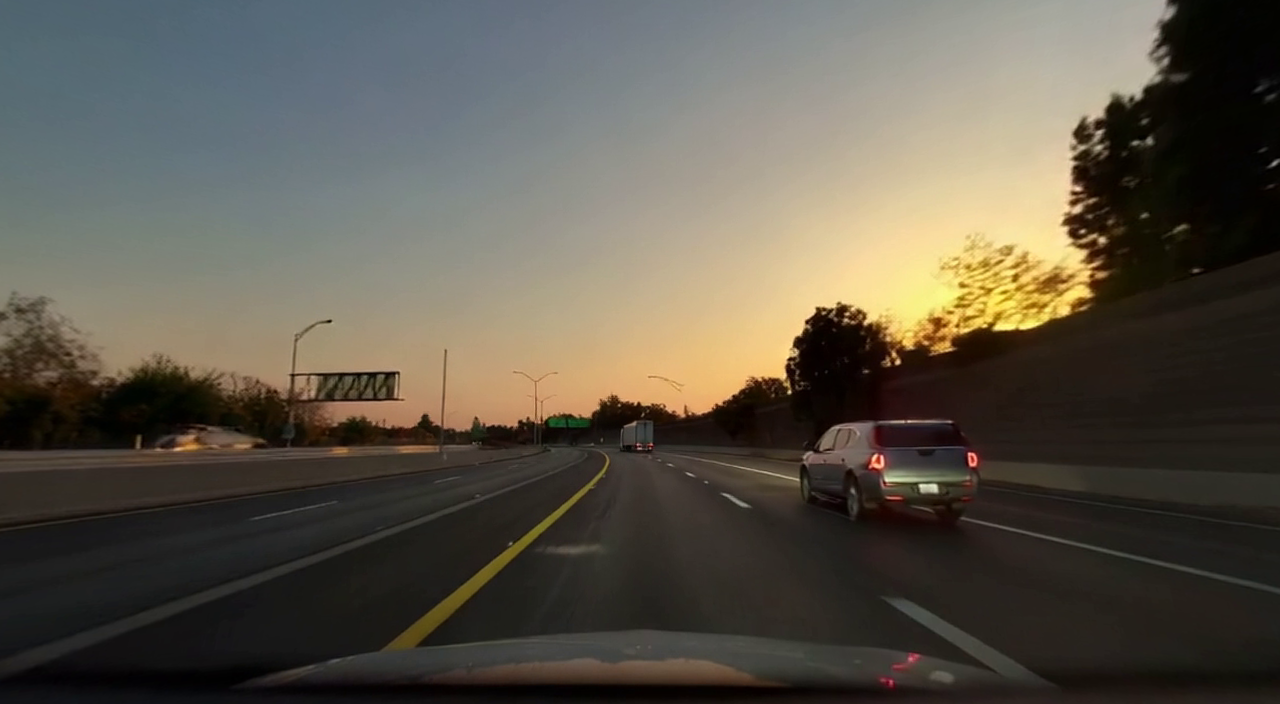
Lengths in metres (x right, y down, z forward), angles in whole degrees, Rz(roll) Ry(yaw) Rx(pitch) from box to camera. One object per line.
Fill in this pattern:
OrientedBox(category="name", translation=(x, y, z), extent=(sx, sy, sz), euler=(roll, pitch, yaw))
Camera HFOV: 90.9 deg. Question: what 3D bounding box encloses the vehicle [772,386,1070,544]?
OrientedBox(category="vehicle", translation=(4.117, 1.819, 10.789), extent=(2.383, 1.959, 5.669), euler=(0, -8, -1))
